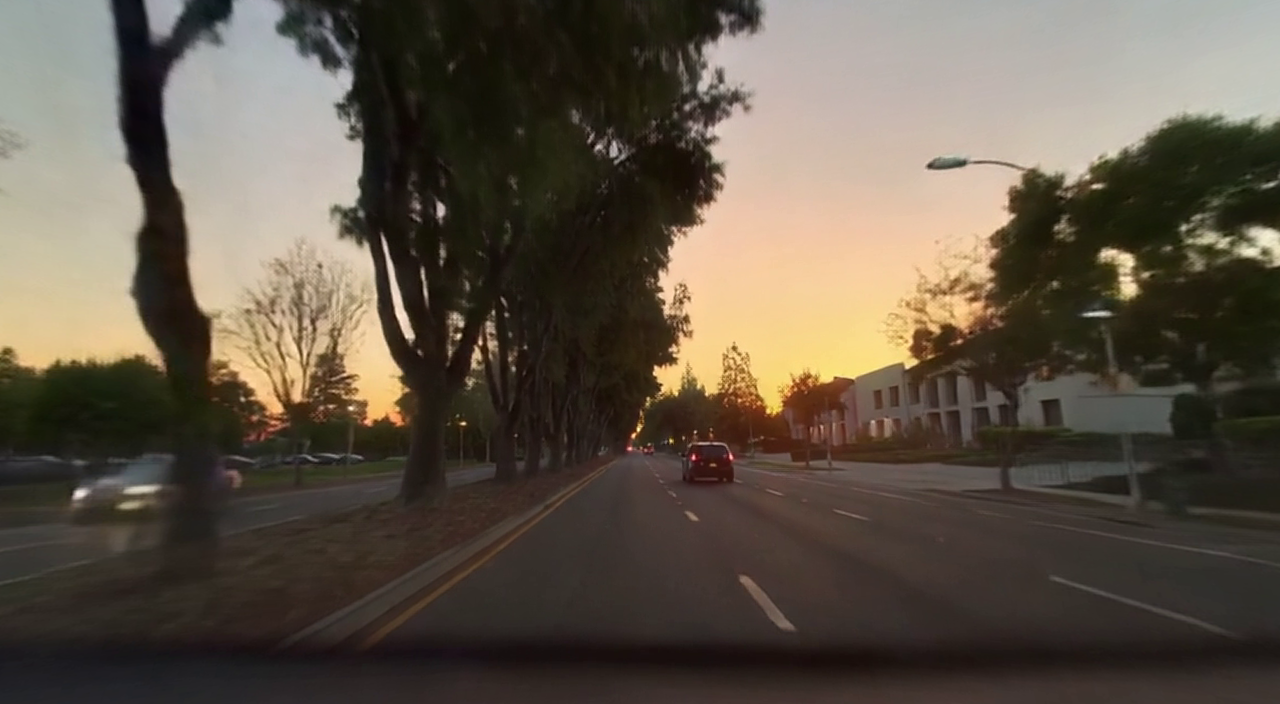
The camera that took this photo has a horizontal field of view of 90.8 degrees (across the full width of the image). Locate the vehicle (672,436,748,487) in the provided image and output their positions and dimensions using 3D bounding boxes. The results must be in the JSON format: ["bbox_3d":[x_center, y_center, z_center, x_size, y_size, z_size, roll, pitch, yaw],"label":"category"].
[{"bbox_3d":[2.555,4.132,24.224,2.240,1.740,4.605,0,-8,-2],"label":"vehicle"}]

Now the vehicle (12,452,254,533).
[{"bbox_3d":[-12.177,3.340,15.788,1.888,1.615,5.012,0,-8,0],"label":"vehicle"}]
